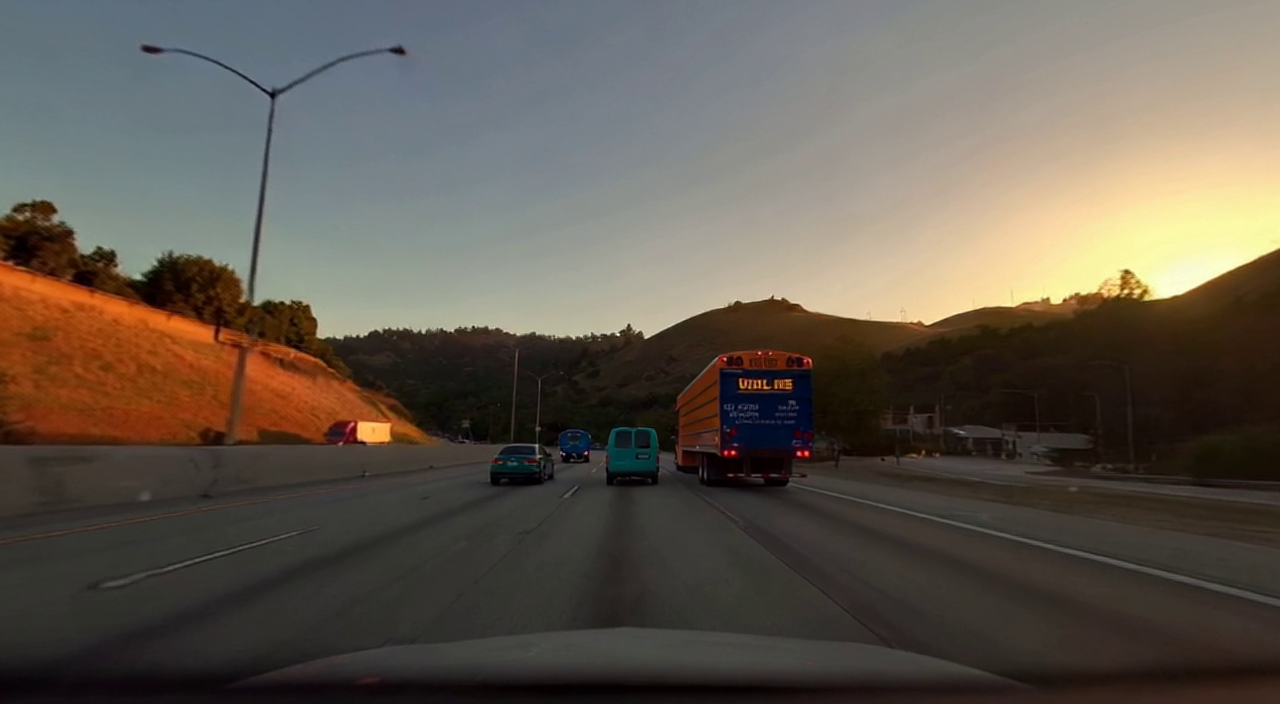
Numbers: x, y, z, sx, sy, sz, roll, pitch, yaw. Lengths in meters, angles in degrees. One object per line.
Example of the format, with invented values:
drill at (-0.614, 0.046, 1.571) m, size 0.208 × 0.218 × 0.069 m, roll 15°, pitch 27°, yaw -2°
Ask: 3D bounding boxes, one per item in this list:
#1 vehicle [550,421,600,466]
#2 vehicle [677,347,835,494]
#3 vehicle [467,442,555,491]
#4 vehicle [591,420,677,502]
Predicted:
vehicle at (-4.545, 6.660, 45.811) m, size 2.947 × 3.009 × 7.991 m, roll 0°, pitch -9°, yaw -2°
vehicle at (3.613, 2.861, 24.246) m, size 3.006 × 4.101 × 13.245 m, roll 0°, pitch -9°, yaw -2°
vehicle at (-4.117, 3.727, 20.899) m, size 2.039 × 1.453 × 4.197 m, roll 0°, pitch -9°, yaw 0°
vehicle at (-0.245, 2.916, 17.250) m, size 2.037 × 1.929 × 4.343 m, roll 0°, pitch -9°, yaw -3°
